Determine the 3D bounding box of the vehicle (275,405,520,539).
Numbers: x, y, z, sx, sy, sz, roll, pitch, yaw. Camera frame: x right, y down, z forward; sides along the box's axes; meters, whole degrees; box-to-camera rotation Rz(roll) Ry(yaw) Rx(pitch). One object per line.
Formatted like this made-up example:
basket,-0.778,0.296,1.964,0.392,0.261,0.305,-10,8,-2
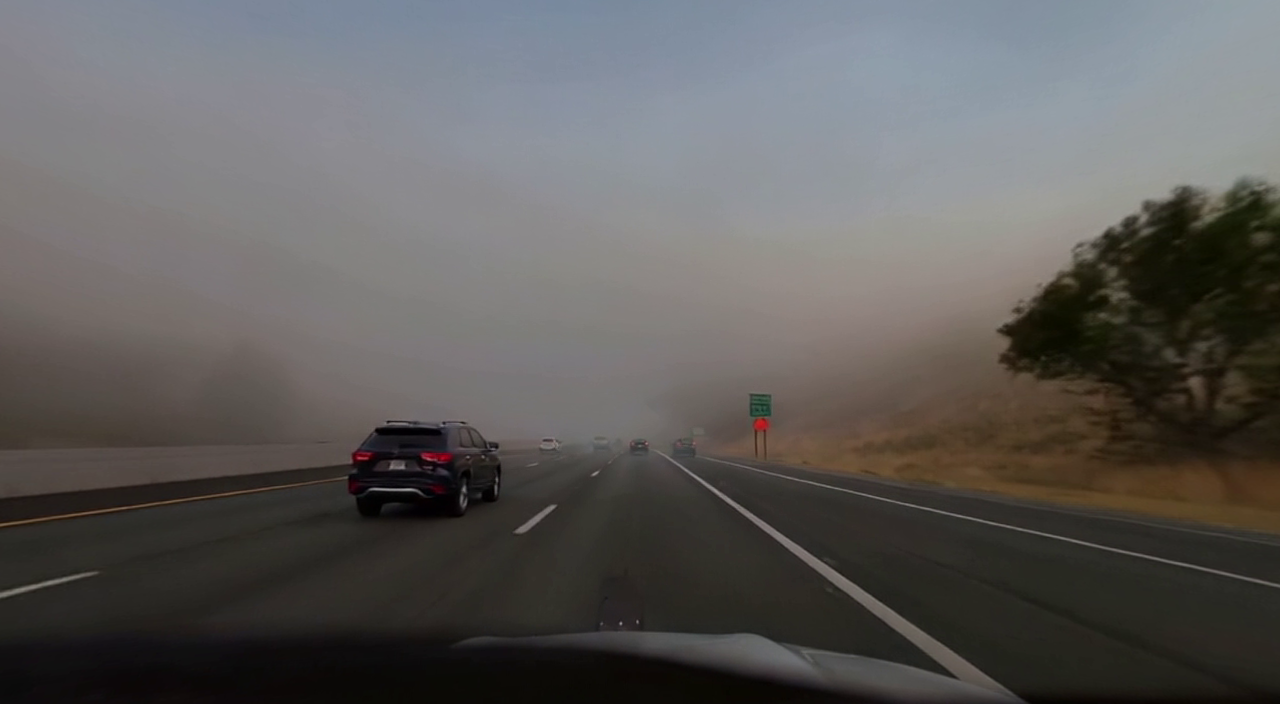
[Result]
vehicle,-3.552,1.871,10.466,2.166,1.700,4.661,0,-8,1
